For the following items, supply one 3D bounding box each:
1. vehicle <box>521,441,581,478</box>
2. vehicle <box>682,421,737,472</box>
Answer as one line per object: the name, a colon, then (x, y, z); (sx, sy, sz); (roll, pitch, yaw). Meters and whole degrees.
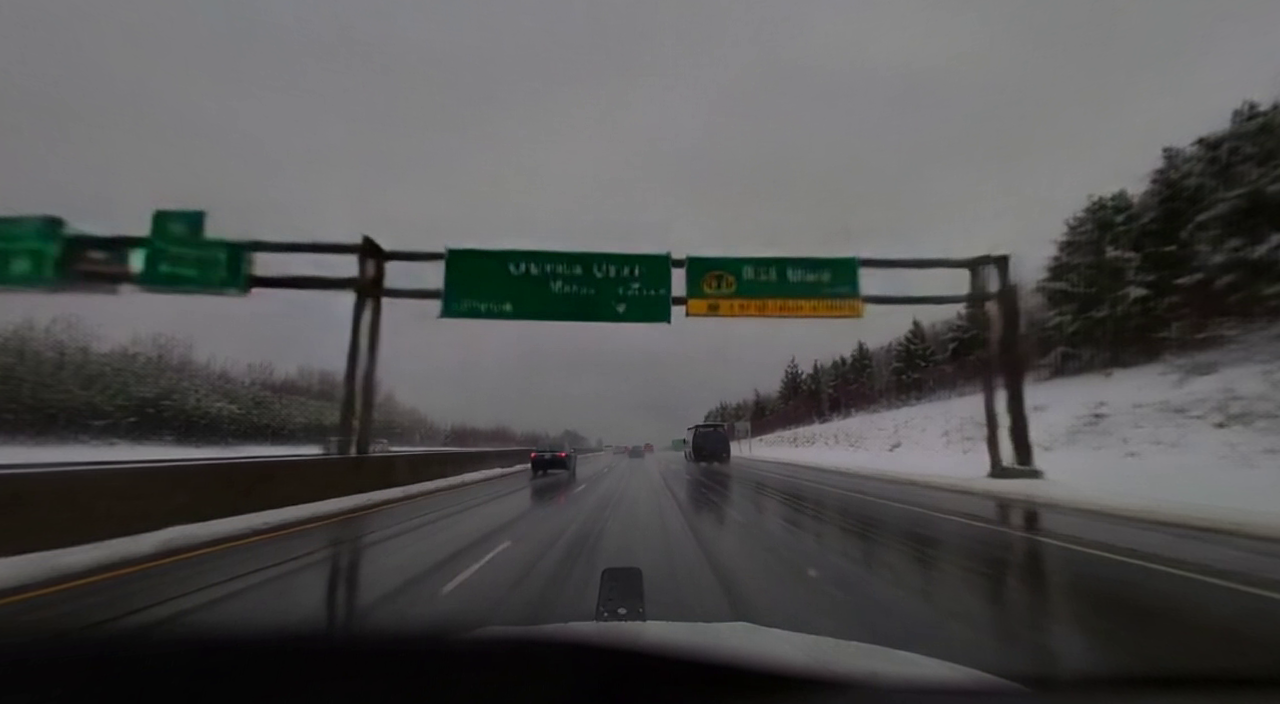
vehicle: (-3.936, 4.881, 28.725); (2.054, 1.529, 4.368); (0, -9, 1)
vehicle: (3.852, 5.402, 36.025); (2.361, 2.636, 5.684); (0, -9, -1)
